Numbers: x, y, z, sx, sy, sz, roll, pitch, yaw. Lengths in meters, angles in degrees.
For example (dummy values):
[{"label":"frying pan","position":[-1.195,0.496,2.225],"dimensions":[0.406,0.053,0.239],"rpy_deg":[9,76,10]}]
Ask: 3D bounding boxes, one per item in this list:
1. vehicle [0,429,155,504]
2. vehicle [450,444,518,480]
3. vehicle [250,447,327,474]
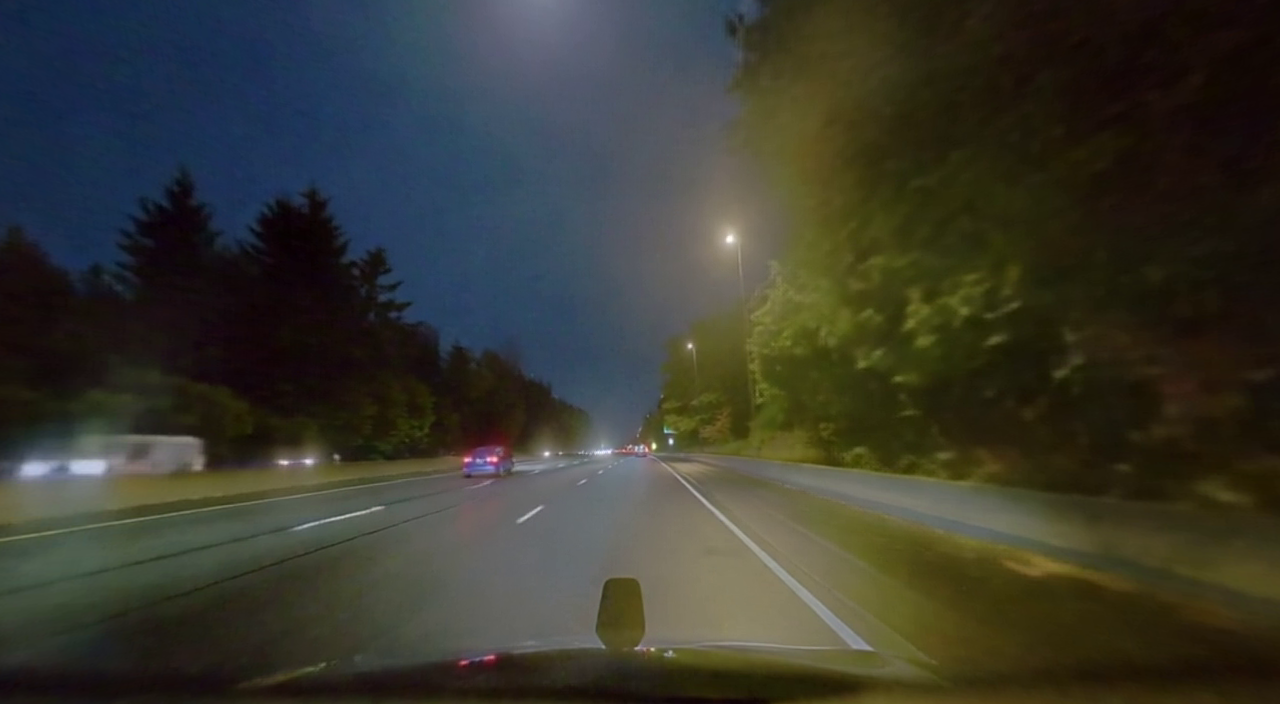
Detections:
[{"label":"vehicle","position":[-18.141,3.403,19.236],"dimensions":[2.307,1.965,5.330],"rpy_deg":[0,-8,1]},{"label":"vehicle","position":[-7.493,5.298,30.760],"dimensions":[2.094,1.579,4.655],"rpy_deg":[0,-8,1]},{"label":"vehicle","position":[-25.554,7.901,46.107],"dimensions":[2.218,1.820,5.802],"rpy_deg":[0,-8,1]}]
